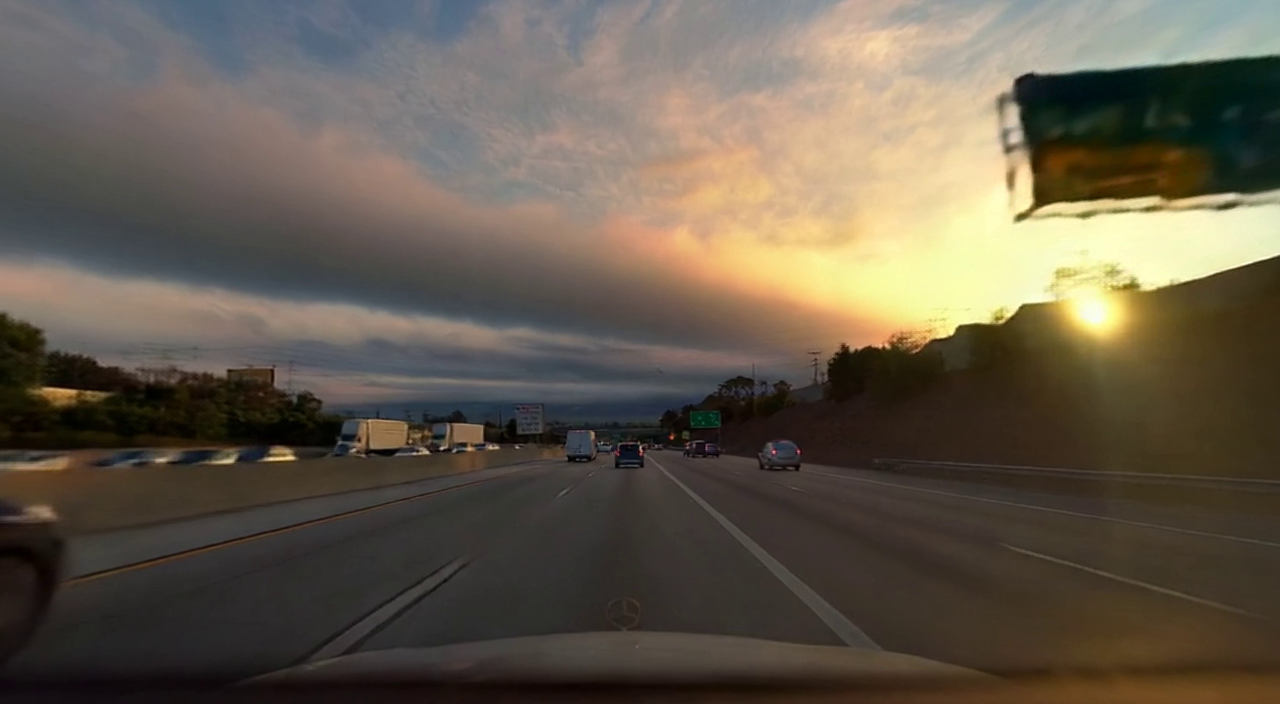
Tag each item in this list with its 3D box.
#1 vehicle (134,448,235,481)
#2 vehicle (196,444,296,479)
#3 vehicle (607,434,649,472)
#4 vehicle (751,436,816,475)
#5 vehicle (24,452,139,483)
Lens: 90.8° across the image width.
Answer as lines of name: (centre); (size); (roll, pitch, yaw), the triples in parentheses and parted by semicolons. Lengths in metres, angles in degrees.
vehicle: (-21.345, 5.267, 29.826); (1.869, 1.447, 3.941); (0, -9, -1)
vehicle: (-17.740, 4.931, 28.691); (2.157, 1.460, 3.702); (0, -9, -1)
vehicle: (-0.597, 5.164, 32.489); (2.002, 1.759, 4.658); (0, -9, 0)
vehicle: (6.626, 4.830, 29.669); (1.944, 1.666, 4.184); (0, -9, -1)
vehicle: (-28.945, 5.965, 32.982); (1.833, 1.469, 4.643); (0, -9, -1)
